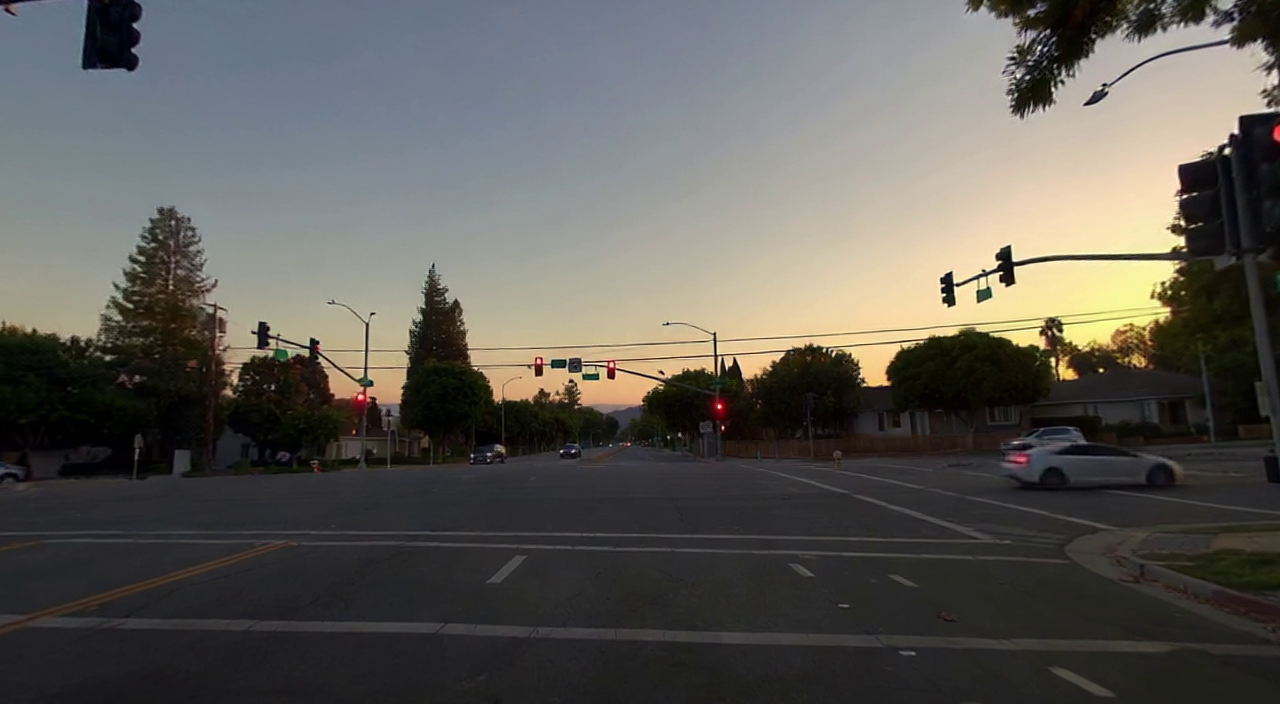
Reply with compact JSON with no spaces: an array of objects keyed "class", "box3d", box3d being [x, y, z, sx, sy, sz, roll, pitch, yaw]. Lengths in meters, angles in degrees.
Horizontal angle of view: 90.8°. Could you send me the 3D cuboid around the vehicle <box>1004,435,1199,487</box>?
[{"class":"vehicle","box3d":[15.016,3.577,20.820,4.734,1.585,1.940,-1,-8,5]}]
